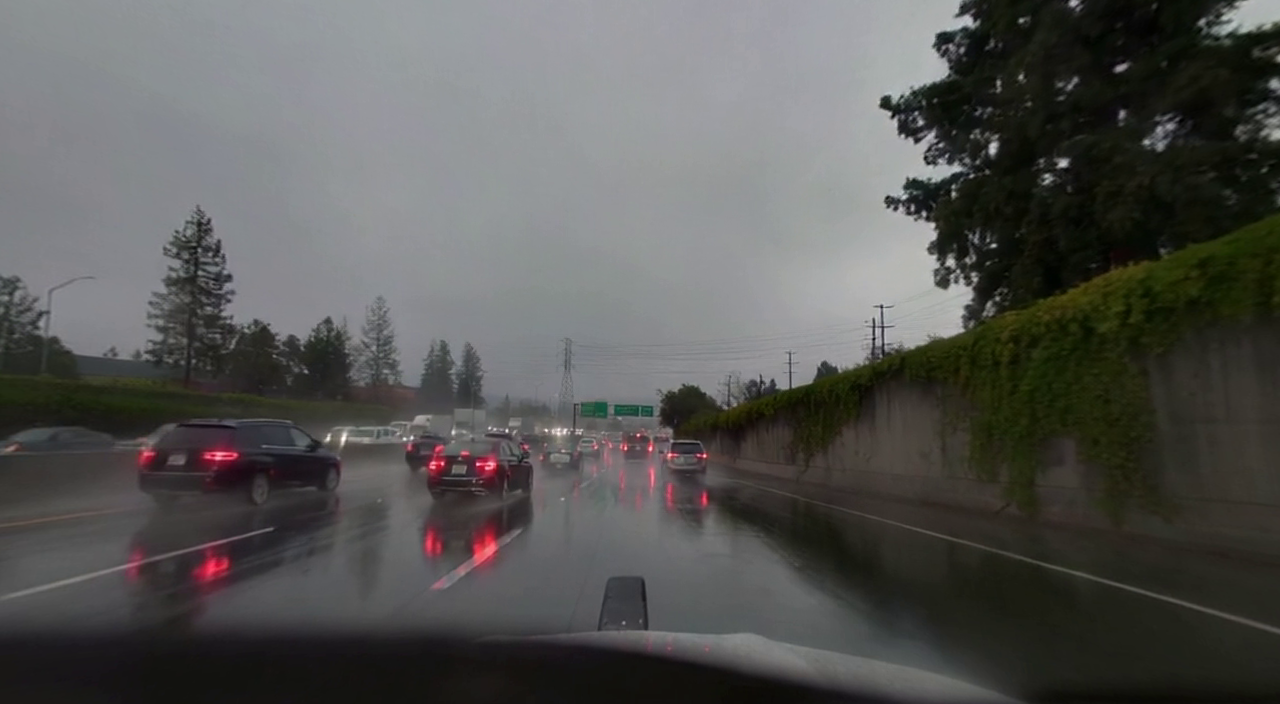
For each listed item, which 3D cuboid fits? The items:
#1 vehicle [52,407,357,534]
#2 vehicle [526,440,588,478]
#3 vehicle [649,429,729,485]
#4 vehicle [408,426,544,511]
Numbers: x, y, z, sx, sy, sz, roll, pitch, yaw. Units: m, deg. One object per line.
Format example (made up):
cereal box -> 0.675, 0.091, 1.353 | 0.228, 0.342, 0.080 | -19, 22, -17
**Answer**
vehicle -> -7.391, 2.070, 11.552 | 2.222, 1.825, 4.640 | 0, -9, 0
vehicle -> -3.605, 4.775, 28.320 | 2.049, 1.530, 4.707 | 0, -9, 1
vehicle -> 1.951, 4.484, 27.315 | 2.793, 2.132, 5.682 | 0, -9, -2
vehicle -> -3.694, 2.722, 15.161 | 2.026, 1.719, 4.490 | 0, -9, 0
